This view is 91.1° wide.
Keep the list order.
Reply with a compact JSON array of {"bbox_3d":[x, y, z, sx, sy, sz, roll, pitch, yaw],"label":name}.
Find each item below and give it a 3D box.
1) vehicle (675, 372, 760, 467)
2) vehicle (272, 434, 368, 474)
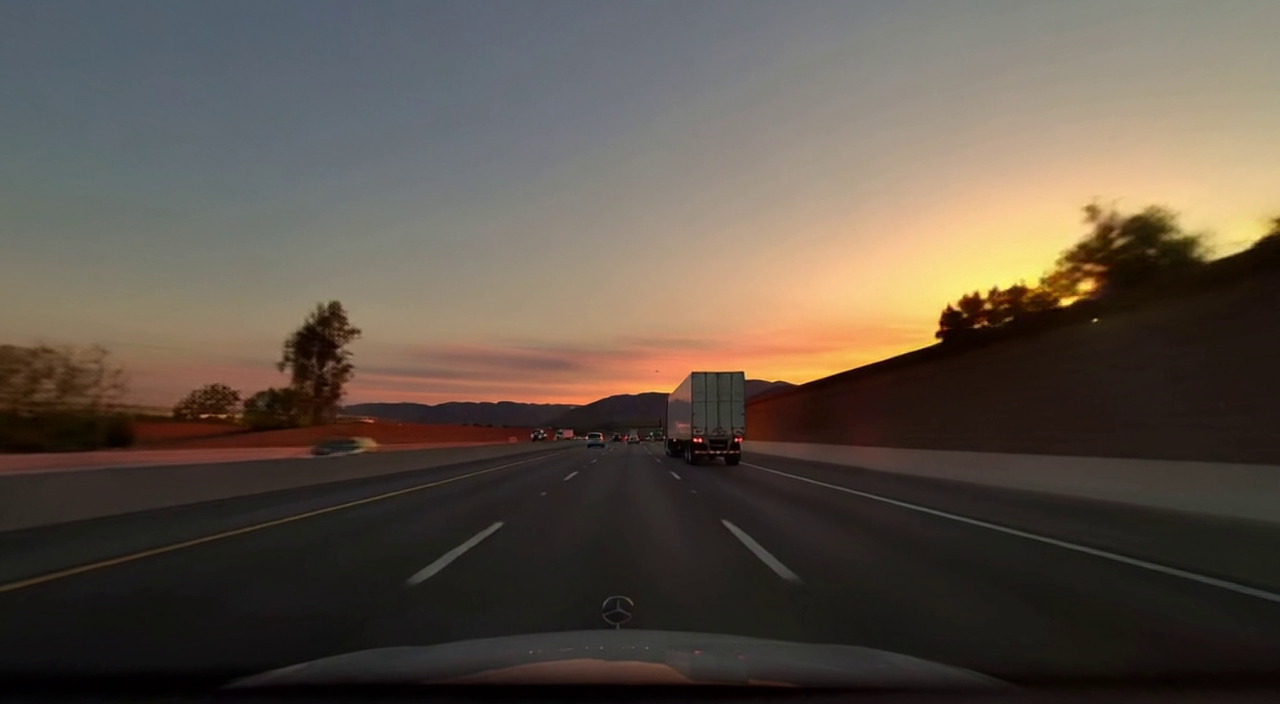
[{"bbox_3d":[3.484,3.399,30.669,2.859,3.981,8.596,0,-8,-1],"label":"vehicle"},{"bbox_3d":[-14.259,4.530,28.350,1.945,1.643,4.614,0,-8,-1],"label":"vehicle"}]
